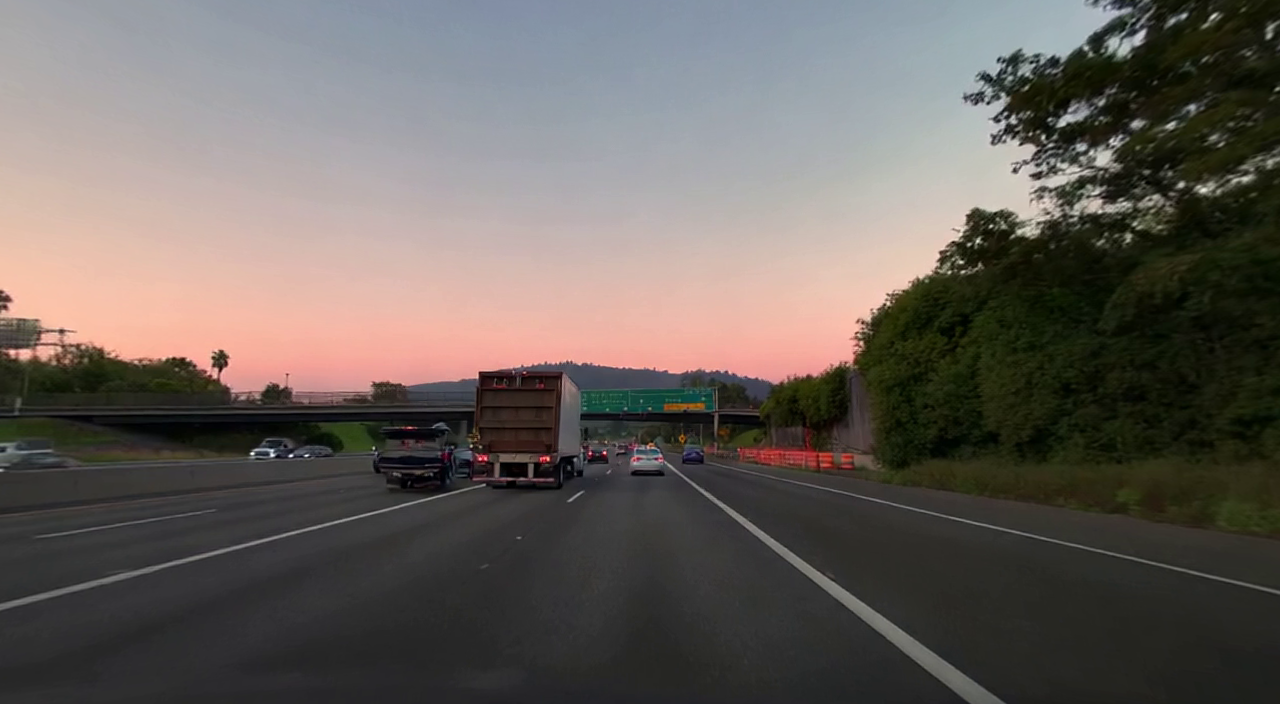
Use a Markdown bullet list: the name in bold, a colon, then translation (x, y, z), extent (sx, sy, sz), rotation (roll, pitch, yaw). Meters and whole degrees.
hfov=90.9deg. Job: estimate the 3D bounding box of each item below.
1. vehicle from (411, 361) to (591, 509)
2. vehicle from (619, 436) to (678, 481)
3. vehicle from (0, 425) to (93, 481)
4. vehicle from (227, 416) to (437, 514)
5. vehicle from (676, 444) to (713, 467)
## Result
- **vehicle**: translation (-3.517, 2.641, 19.615), extent (3.075, 3.276, 11.073), rotation (0, -8, 0)
- **vehicle**: translation (0.293, 4.422, 26.470), extent (2.270, 1.696, 4.061), rotation (0, -8, -1)
- **vehicle**: translation (-39.426, 6.349, 39.890), extent (2.798, 3.290, 7.345), rotation (0, -8, 1)
- **vehicle**: translation (-7.372, 2.791, 16.163), extent (2.309, 2.007, 5.974), rotation (0, -8, 1)
- **vehicle**: translation (3.641, 6.966, 42.796), extent (2.003, 1.465, 4.092), rotation (0, -8, -2)
